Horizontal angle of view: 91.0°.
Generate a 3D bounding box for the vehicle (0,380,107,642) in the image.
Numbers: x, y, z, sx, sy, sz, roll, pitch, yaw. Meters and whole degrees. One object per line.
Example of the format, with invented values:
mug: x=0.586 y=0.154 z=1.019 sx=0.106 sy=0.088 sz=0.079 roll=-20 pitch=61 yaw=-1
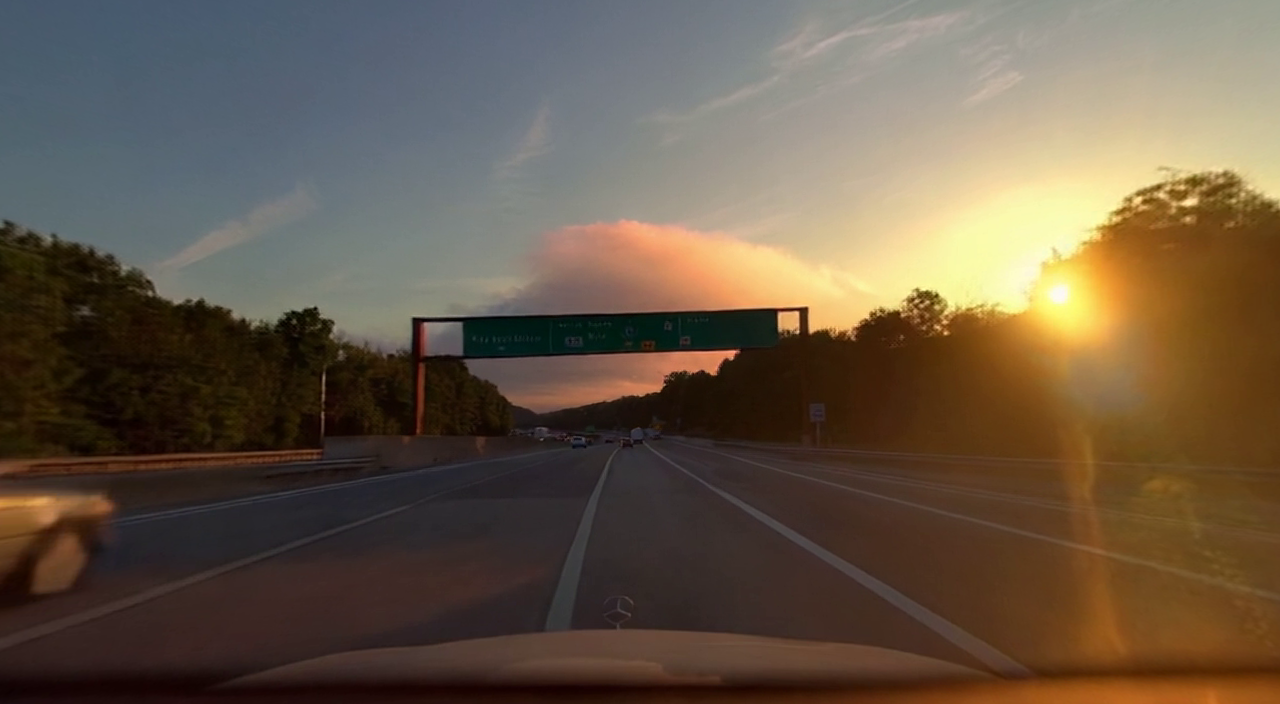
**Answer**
vehicle: x=-5.036 y=0.788 z=2.354 sx=2.055 sy=1.662 sz=4.773 roll=0 pitch=-8 yaw=-3
